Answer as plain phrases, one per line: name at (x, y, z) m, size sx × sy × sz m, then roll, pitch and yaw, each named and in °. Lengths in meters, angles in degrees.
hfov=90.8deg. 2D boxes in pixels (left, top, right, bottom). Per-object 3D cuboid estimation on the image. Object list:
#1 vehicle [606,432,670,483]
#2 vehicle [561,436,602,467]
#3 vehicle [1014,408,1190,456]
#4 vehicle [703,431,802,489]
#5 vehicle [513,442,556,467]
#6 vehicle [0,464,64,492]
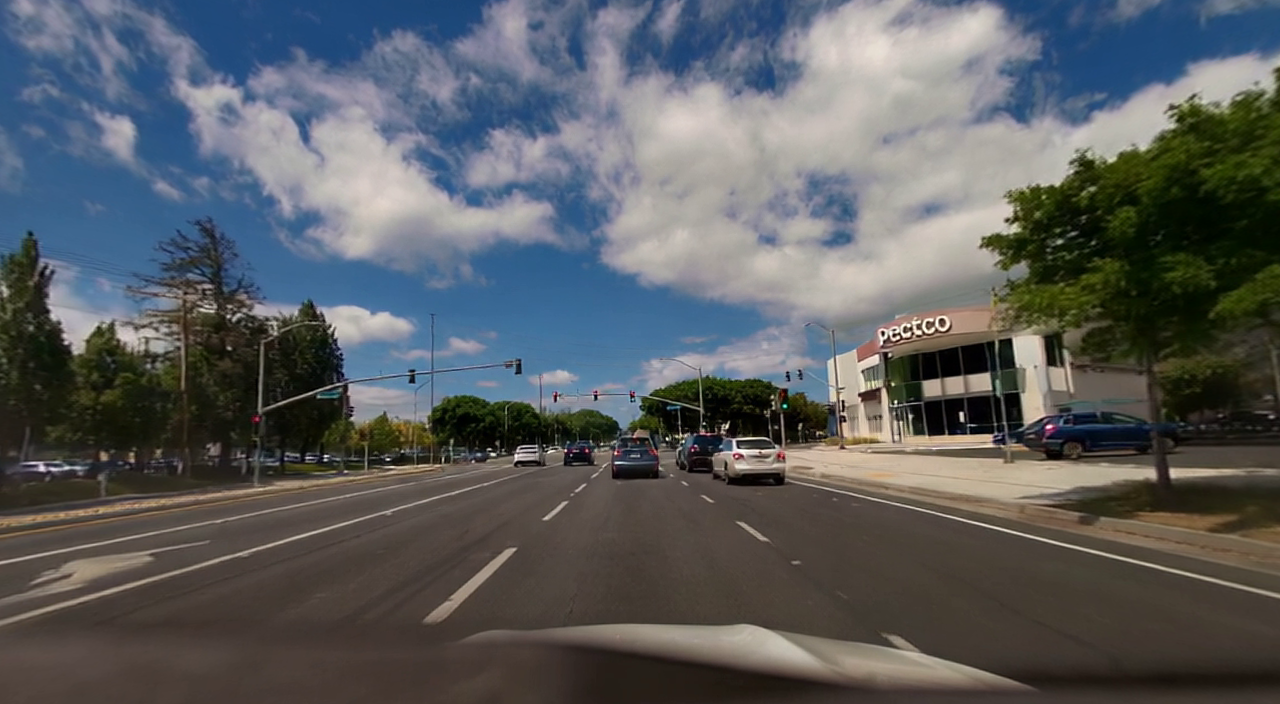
vehicle at (-0.150, 3.877, 23.405) m, size 2.146 × 1.685 × 4.003 m, roll 0°, pitch -9°, yaw -2°
vehicle at (-3.627, 6.246, 39.804) m, size 2.106 × 1.778 × 4.444 m, roll 0°, pitch -9°, yaw 0°
vehicle at (15.497, 2.733, 21.415) m, size 4.344 × 1.512 × 1.936 m, roll -1°, pitch -9°, yaw 4°
vehicle at (3.526, 3.493, 20.729) m, size 2.198 × 1.660 × 4.512 m, roll 0°, pitch -9°, yaw -3°
vehicle at (-6.689, 6.543, 40.471) m, size 1.954 × 1.473 × 4.350 m, roll 0°, pitch -9°, yaw 1°
vehicle at (-34.904, 6.989, 34.963) m, size 4.030 × 1.435 × 1.767 m, roll 4°, pitch -10°, yaw -27°
